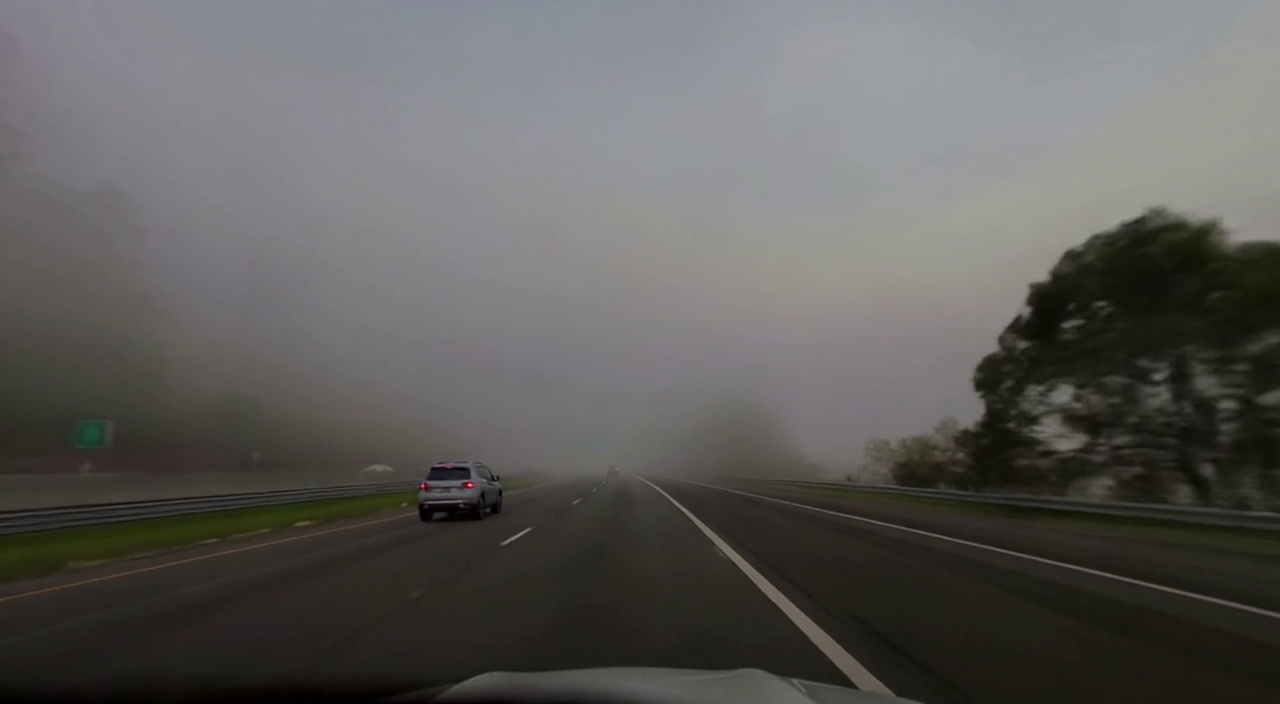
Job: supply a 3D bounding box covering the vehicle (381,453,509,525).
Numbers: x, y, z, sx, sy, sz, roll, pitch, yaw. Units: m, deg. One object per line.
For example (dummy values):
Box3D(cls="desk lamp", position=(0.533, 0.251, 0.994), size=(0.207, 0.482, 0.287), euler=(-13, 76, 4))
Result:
Box3D(cls="vehicle", position=(-4.761, 3.423, 16.020), size=(2.025, 1.584, 3.657), euler=(1, -11, 0))
